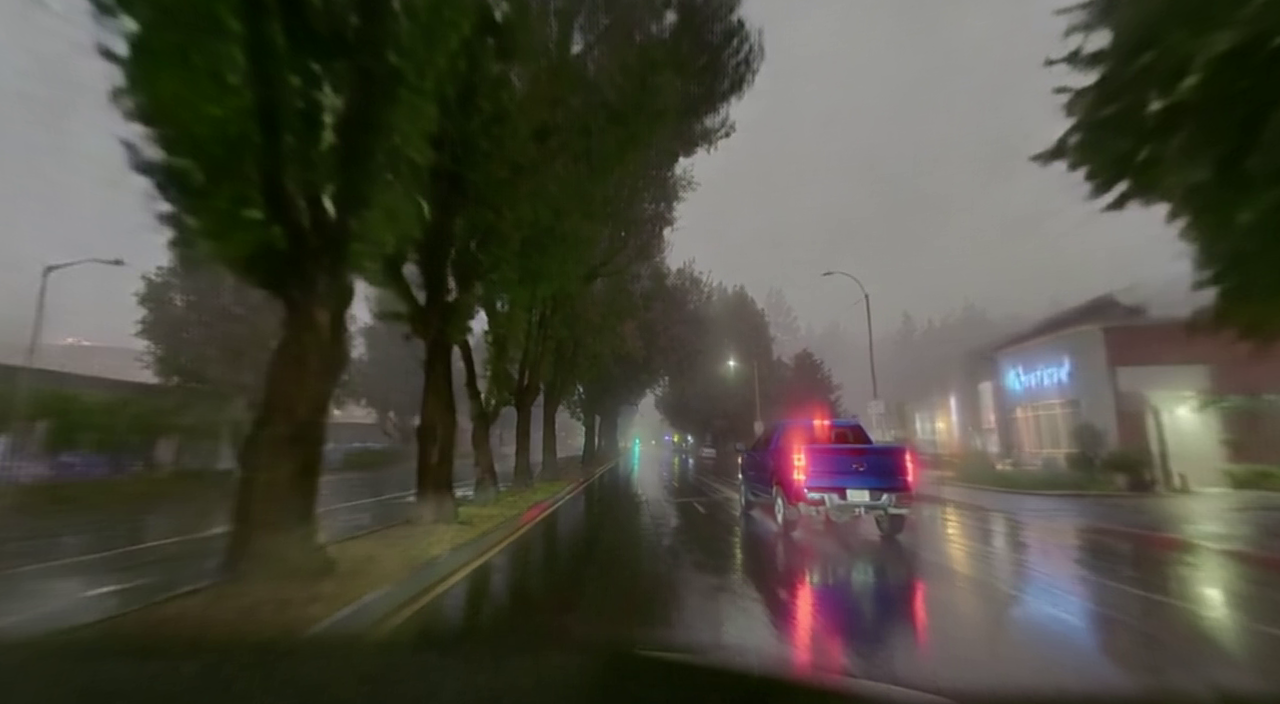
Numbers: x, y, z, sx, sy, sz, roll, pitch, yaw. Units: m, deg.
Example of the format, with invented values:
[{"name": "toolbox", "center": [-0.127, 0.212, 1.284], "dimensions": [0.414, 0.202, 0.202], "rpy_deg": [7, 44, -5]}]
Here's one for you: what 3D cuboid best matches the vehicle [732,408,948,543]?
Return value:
[{"name": "vehicle", "center": [3.125, 2.085, 11.346], "dimensions": [2.085, 1.828, 5.383], "rpy_deg": [0, -8, 0]}]
